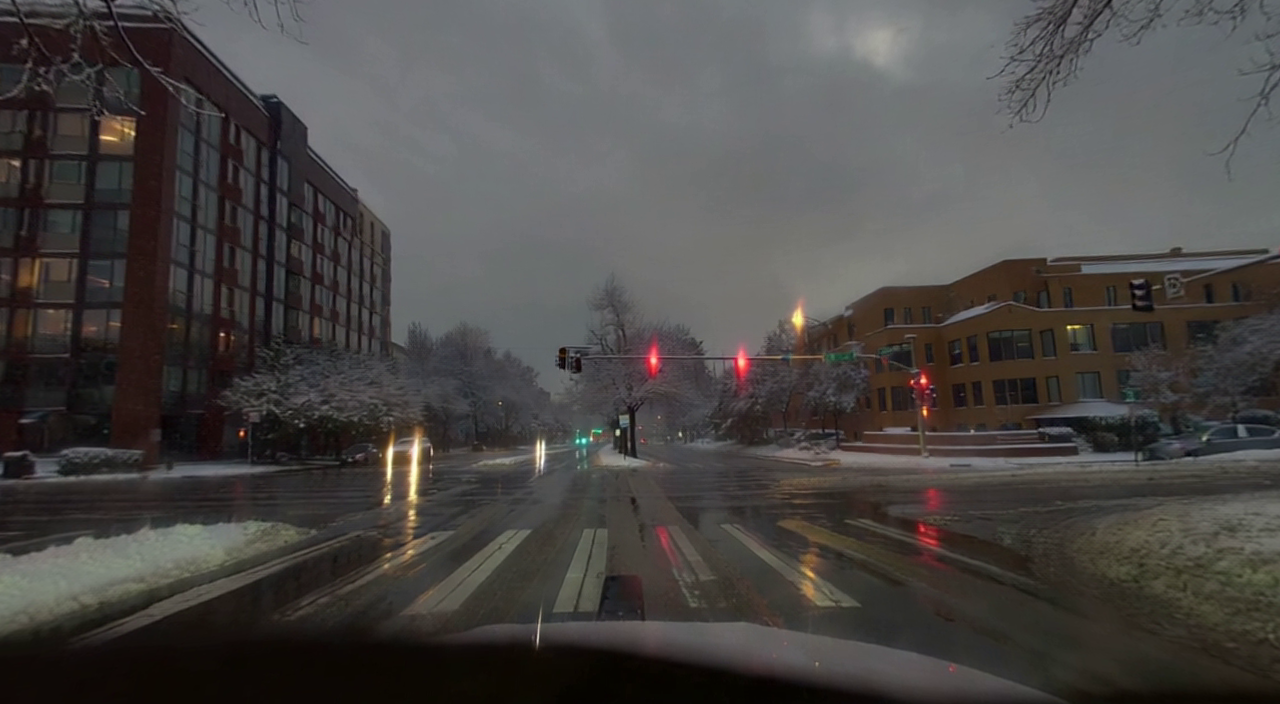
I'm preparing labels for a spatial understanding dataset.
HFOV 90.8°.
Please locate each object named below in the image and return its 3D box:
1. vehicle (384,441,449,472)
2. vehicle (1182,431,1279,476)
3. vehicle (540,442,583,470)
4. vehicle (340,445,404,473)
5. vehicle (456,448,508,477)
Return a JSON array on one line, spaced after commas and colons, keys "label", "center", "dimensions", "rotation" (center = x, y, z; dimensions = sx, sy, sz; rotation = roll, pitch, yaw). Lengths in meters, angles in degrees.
[{"label": "vehicle", "center": [-15.145, 7.123, 43.248], "dimensions": [2.340, 1.946, 5.450], "rotation": [-1, -9, 1]}, {"label": "vehicle", "center": [22.311, 3.565, 22.365], "dimensions": [4.474, 1.477, 1.908], "rotation": [0, -9, -3]}, {"label": "vehicle", "center": [-4.282, 5.784, 35.311], "dimensions": [2.109, 1.461, 4.637], "rotation": [0, -9, -4]}, {"label": "vehicle", "center": [-18.559, 7.412, 44.081], "dimensions": [2.237, 1.842, 5.116], "rotation": [0, -9, 0]}, {"label": "vehicle", "center": [-7.697, 5.391, 31.185], "dimensions": [1.910, 1.288, 4.093], "rotation": [1, -9, -6]}]
